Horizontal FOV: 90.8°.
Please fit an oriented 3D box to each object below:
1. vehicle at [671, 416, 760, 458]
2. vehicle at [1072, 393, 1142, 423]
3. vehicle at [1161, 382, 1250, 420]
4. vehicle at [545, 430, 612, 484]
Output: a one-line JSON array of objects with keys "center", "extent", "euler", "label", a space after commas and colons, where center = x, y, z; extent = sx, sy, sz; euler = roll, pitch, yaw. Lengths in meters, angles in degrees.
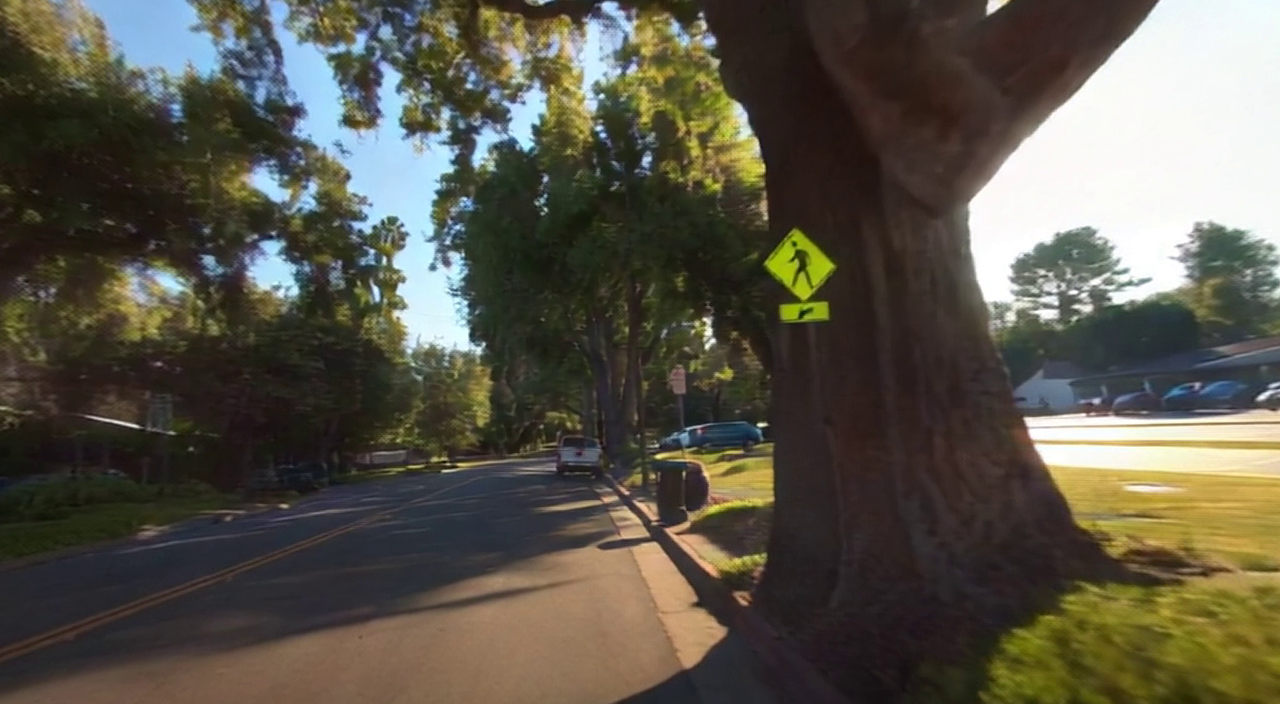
[{"center": [3.977, 4.402, 32.882], "extent": [4.390, 1.696, 1.954], "euler": [-1, -6, -38], "label": "vehicle"}, {"center": [28.111, 3.411, 37.988], "extent": [4.245, 1.601, 1.912], "euler": [5, -10, -33], "label": "vehicle"}, {"center": [28.506, 2.515, 31.804], "extent": [4.481, 1.634, 1.973], "euler": [5, -10, -31], "label": "vehicle"}, {"center": [-2.276, 3.833, 23.251], "extent": [2.204, 1.776, 4.262], "euler": [1, -9, -6], "label": "vehicle"}]
